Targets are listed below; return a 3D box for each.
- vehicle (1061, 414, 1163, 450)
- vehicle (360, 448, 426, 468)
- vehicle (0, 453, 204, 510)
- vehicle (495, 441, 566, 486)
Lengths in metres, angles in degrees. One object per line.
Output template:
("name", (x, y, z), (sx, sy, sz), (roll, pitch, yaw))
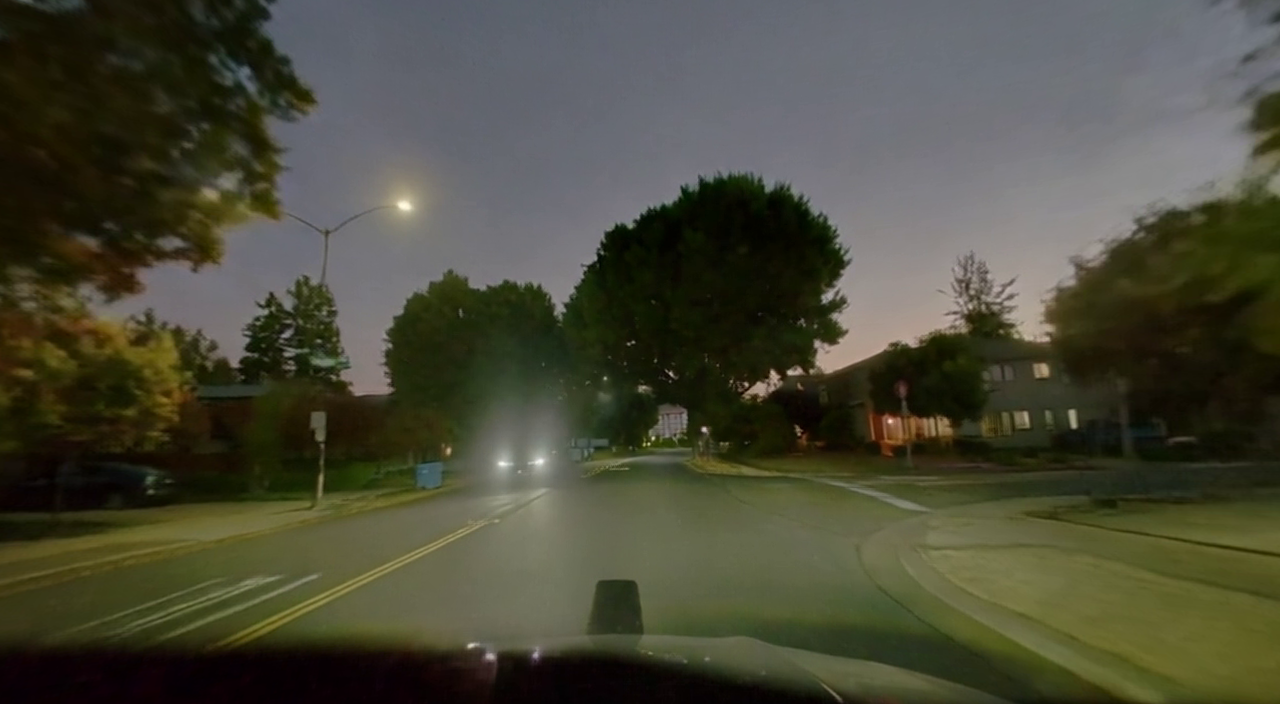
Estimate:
("vehicle", (23.108, 3.990, 31.151), (1.875, 1.609, 4.322), (-1, -9, 4))
("vehicle", (-18.853, 8.098, 48.456), (4.373, 1.464, 1.917), (1, -9, -10))
("vehicle", (-15.360, 3.655, 18.042), (4.370, 1.482, 1.926), (0, -9, 2))
("vehicle", (-4.385, 4.521, 25.975), (2.025, 1.660, 4.151), (0, -9, 2))
